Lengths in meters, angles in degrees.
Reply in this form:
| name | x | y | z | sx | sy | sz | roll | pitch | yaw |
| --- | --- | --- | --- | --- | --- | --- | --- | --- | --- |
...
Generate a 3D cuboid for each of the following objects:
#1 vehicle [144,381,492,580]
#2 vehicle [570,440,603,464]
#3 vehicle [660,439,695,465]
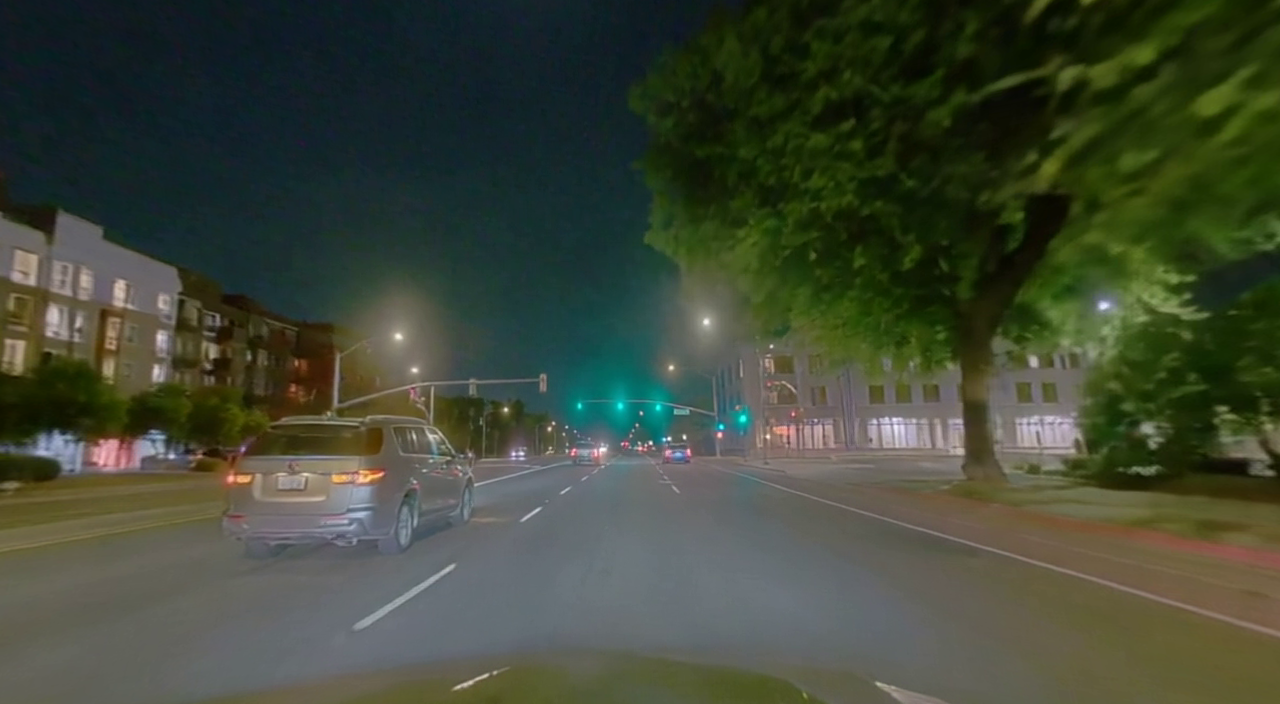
| name | x | y | z | sx | sy | sz | roll | pitch | yaw |
| --- | --- | --- | --- | --- | --- | --- | --- | --- | --- |
| vehicle | -3.841 | 1.671 | 8.997 | 2.225 | 1.984 | 5.168 | 0 | -8 | 0 |
| vehicle | -3.967 | 7.498 | 47.449 | 2.083 | 1.685 | 4.069 | 0 | -8 | 1 |
| vehicle | 2.589 | 7.044 | 44.540 | 2.018 | 1.719 | 4.369 | 0 | -8 | -2 |
